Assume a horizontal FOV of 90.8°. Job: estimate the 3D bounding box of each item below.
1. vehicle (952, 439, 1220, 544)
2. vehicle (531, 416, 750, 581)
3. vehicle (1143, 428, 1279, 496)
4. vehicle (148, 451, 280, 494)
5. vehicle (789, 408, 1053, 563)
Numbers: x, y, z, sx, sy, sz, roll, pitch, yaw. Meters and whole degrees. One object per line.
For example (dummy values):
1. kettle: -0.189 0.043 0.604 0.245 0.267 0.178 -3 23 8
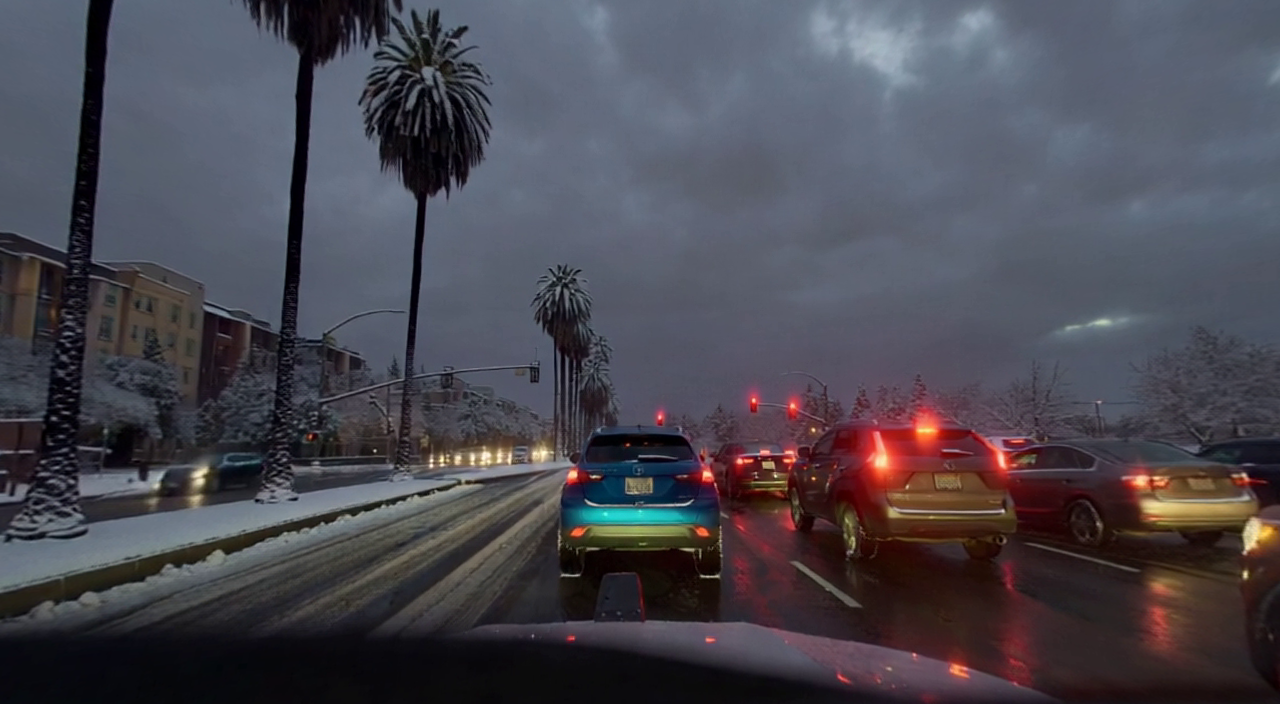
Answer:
1. vehicle: 7.367 2.296 11.061 1.832 1.477 3.981 0 -9 2
2. vehicle: 0.001 1.710 8.123 2.083 1.572 4.021 0 -9 0
3. vehicle: 18.056 3.201 18.493 4.786 1.848 2.107 0 -9 -1
4. vehicle: -16.193 4.588 24.382 2.021 1.464 4.505 0 -9 -2
5. vehicle: 3.663 1.818 9.253 1.947 1.725 4.159 0 -9 0
